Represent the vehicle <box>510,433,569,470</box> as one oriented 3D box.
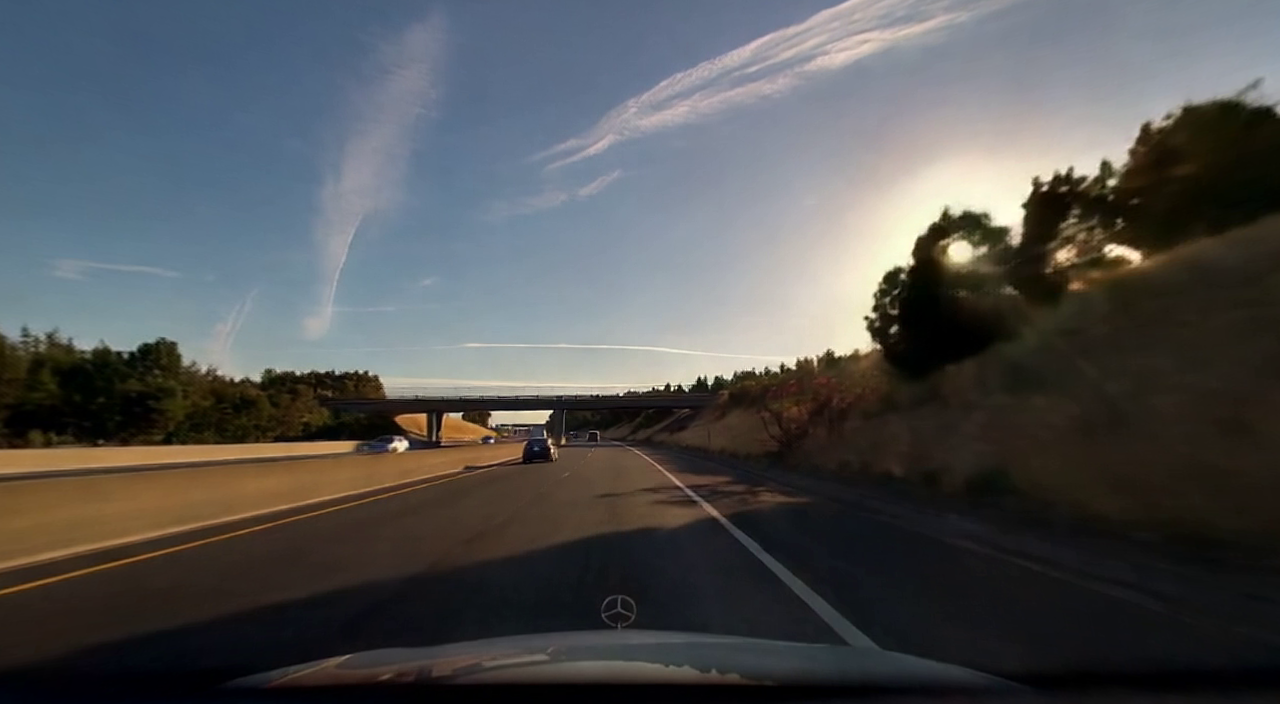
[{"bbox_3d":[-4.429,4.418,28.302,2.005,1.509,4.260,0,-8,-1],"label":"vehicle"}]
